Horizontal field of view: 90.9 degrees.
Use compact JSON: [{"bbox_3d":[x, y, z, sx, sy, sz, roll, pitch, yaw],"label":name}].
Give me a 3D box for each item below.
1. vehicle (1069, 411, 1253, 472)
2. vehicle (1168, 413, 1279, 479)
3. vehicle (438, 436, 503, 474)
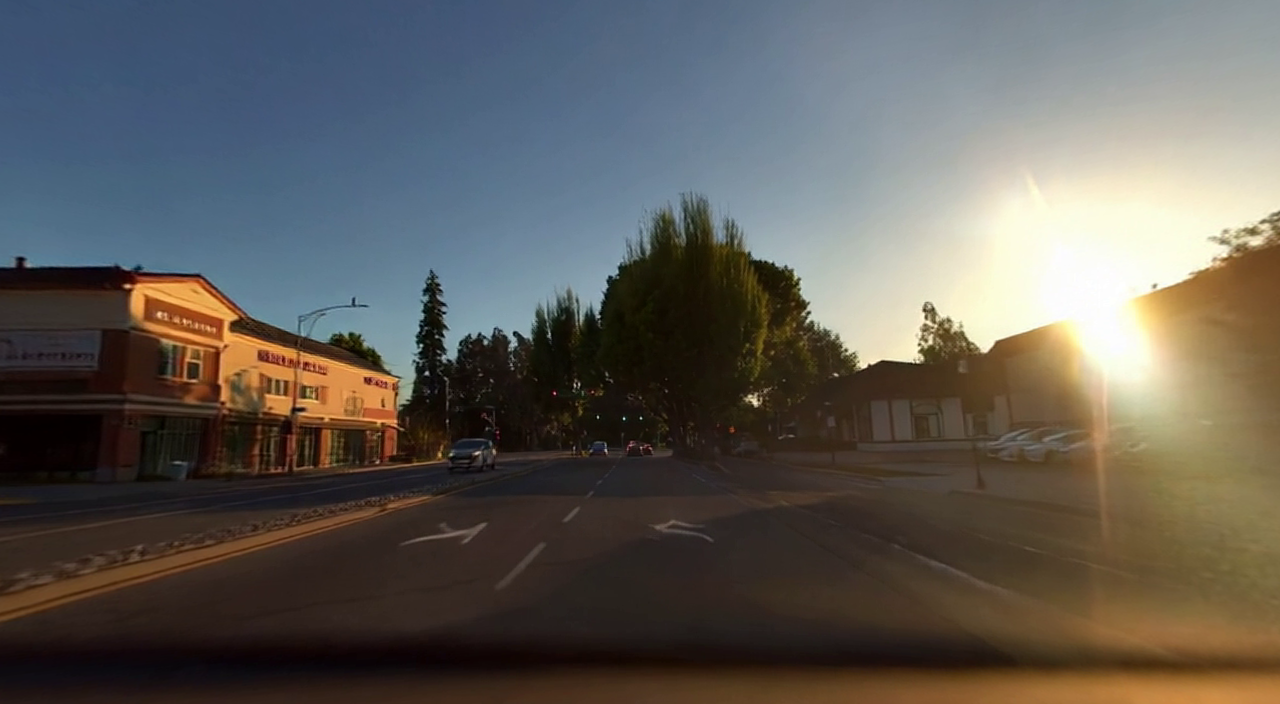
[{"bbox_3d":[16.901,2.947,20.672,3.928,1.661,2.249,-3,-9,-1],"label":"vehicle"},{"bbox_3d":[18.031,2.542,17.734,4.904,1.577,1.863,-3,-8,-8],"label":"vehicle"},{"bbox_3d":[-8.676,5.293,32.714,2.149,1.793,4.468,0,-8,-1],"label":"vehicle"}]
